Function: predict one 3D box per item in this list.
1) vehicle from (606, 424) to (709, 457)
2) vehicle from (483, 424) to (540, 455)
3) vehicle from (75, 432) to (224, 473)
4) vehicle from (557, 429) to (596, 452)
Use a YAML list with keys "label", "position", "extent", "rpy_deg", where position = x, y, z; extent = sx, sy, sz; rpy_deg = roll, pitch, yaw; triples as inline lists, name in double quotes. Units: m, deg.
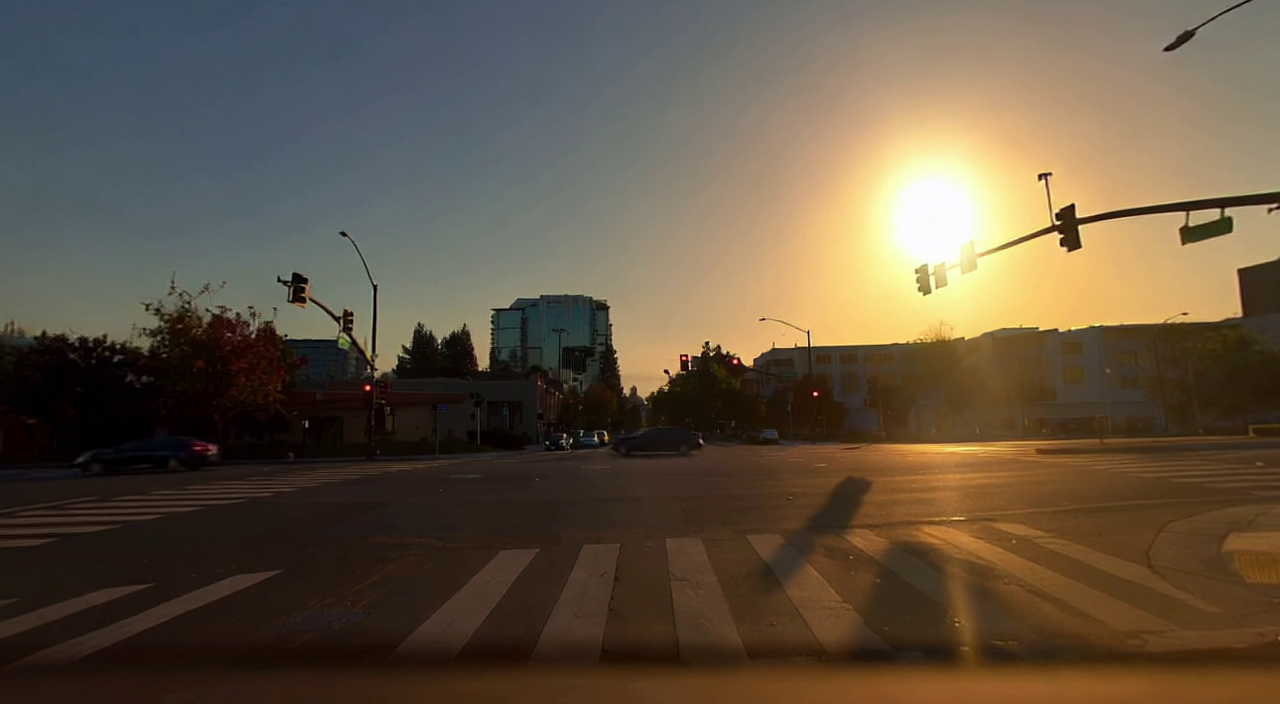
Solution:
- label: "vehicle"
  position: [0.766, 4.095, 29.106]
  extent: [4.510, 1.431, 1.884]
  rpy_deg: [1, -9, -8]
- label: "vehicle"
  position: [-8.236, 5.736, 40.909]
  extent: [2.000, 1.864, 5.044]
  rpy_deg: [-1, -9, 7]
- label: "vehicle"
  position: [-20.223, 4.154, 26.196]
  extent: [4.407, 1.569, 1.859]
  rpy_deg: [2, -9, -11]
- label: "vehicle"
  position: [-4.351, 6.158, 43.761]
  extent: [1.919, 1.467, 4.086]
  rpy_deg: [-1, -9, 6]
